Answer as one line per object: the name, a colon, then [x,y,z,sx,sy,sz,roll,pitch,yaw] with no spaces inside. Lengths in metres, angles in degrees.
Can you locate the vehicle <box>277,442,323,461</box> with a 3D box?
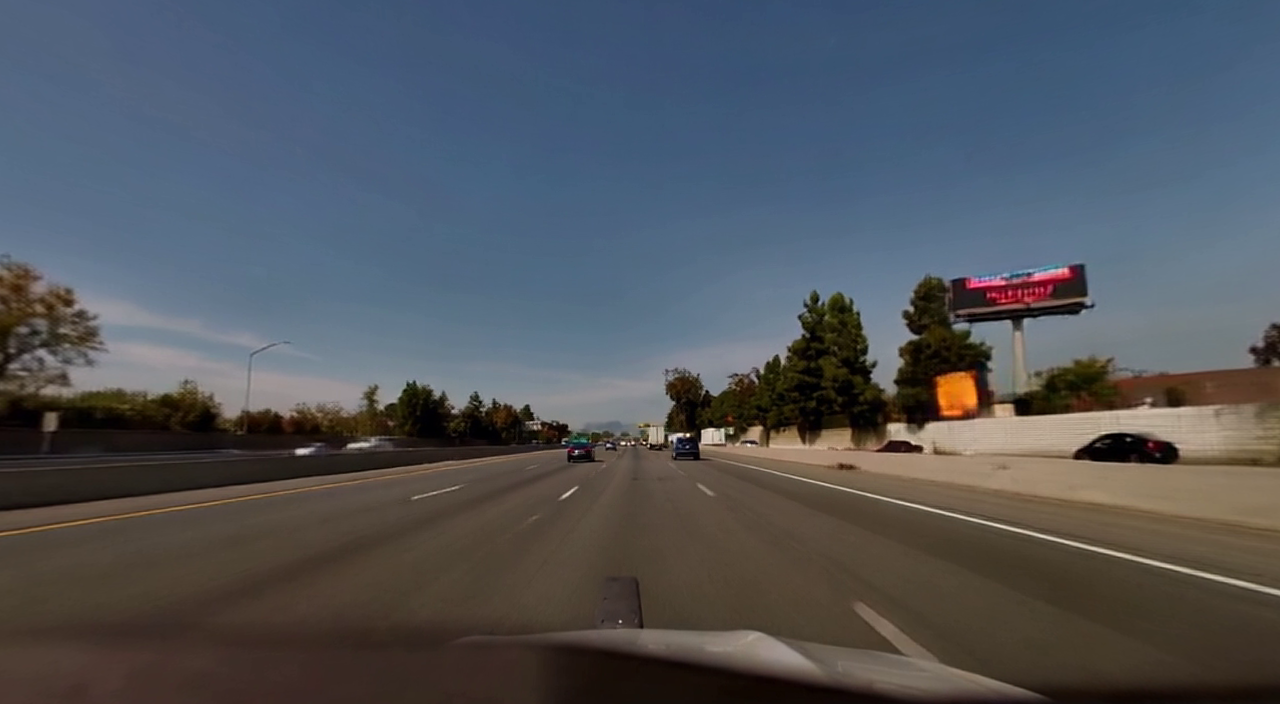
vehicle: [-24.944,7.285,46.249,1.467,1.343,3.337,0,-9,0]

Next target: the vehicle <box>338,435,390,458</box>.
vehicle: [-17.861,6.128,40.872,1.696,1.425,3.560,0,-8,0]

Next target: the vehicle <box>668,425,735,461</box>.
vehicle: [3.800,6.230,43.001,3.042,2.004,14.051,0,-8,-1]

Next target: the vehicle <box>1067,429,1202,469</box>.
vehicle: [25.588,5.055,32.815,2.139,1.881,5.005,4,-9,-22]

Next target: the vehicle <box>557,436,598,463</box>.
vehicle: [-3.698,5.868,37.969,2.066,1.500,4.415,0,-8,0]
